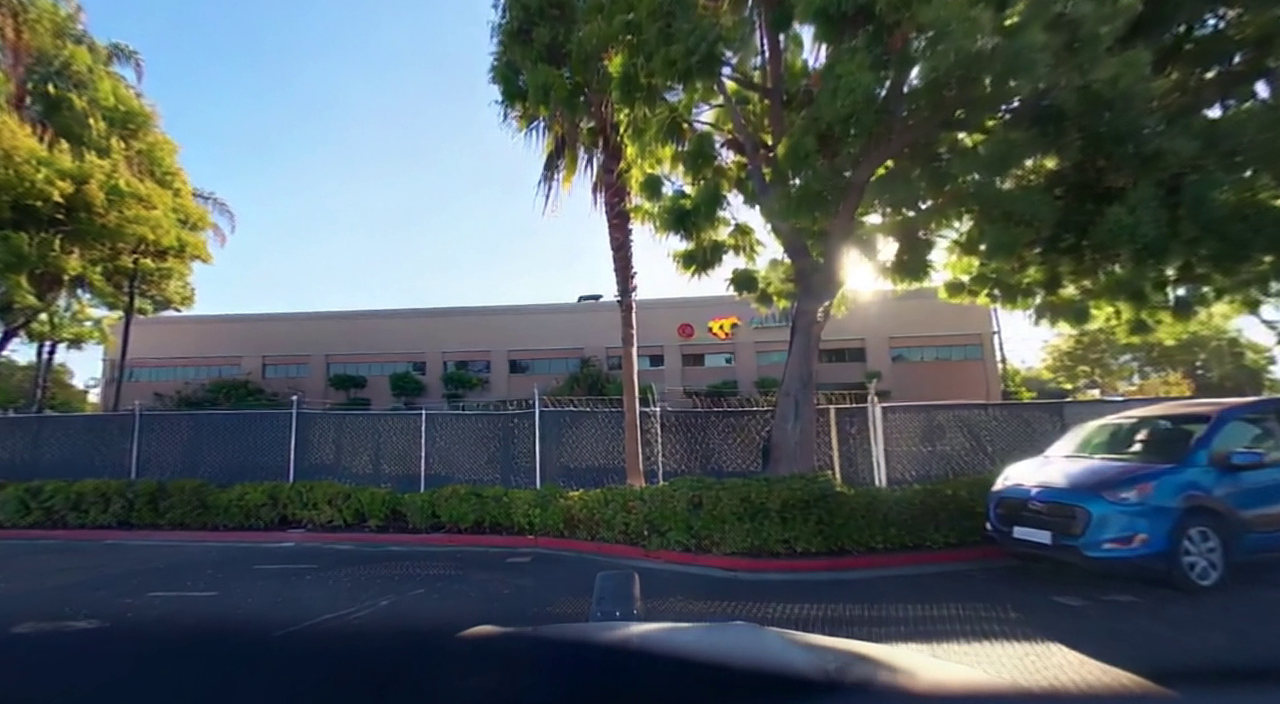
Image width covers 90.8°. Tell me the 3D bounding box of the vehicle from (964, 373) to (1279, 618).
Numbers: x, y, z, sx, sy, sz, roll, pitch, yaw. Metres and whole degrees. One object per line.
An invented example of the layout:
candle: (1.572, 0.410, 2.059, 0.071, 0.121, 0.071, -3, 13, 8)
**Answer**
vehicle: (5.866, 1.248, 6.426, 4.365, 1.791, 2.073, 2, -7, -20)
